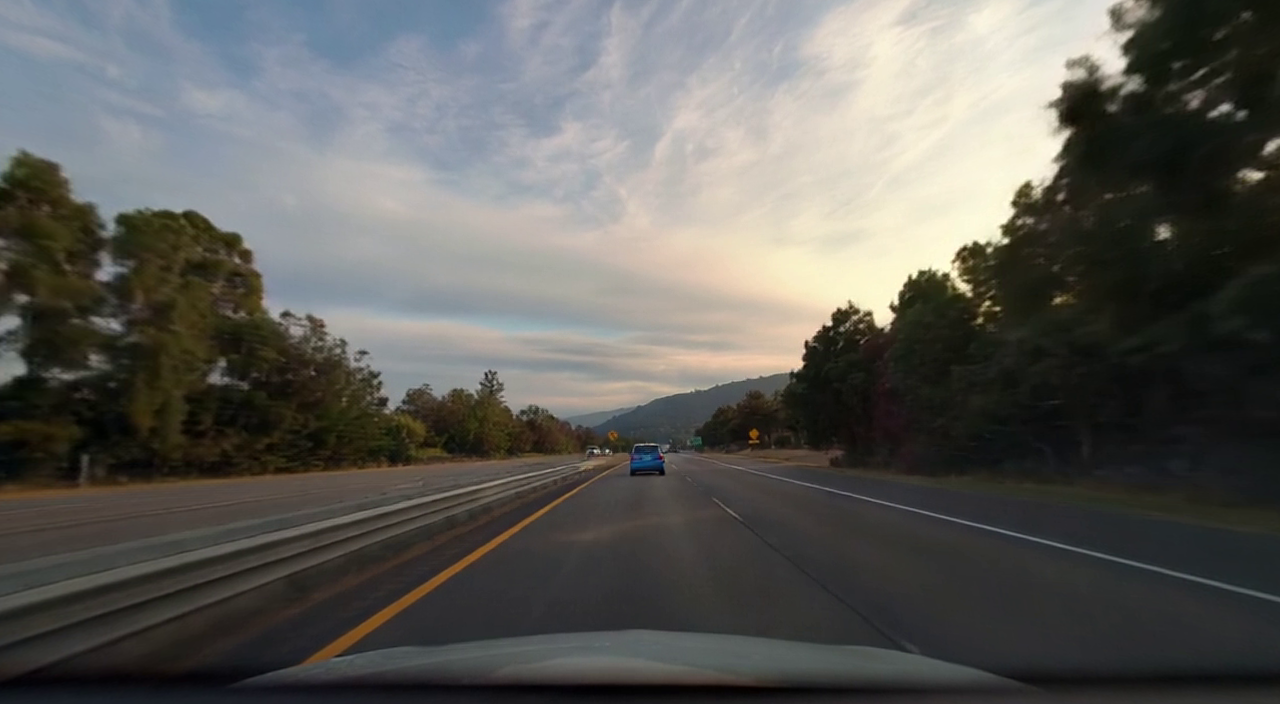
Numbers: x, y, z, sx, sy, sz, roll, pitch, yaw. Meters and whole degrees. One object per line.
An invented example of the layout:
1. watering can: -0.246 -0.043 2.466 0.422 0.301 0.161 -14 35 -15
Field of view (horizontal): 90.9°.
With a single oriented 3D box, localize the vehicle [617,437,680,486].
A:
1. vehicle: 0.324 4.128 23.983 2.190 1.706 4.062 0 -9 1
